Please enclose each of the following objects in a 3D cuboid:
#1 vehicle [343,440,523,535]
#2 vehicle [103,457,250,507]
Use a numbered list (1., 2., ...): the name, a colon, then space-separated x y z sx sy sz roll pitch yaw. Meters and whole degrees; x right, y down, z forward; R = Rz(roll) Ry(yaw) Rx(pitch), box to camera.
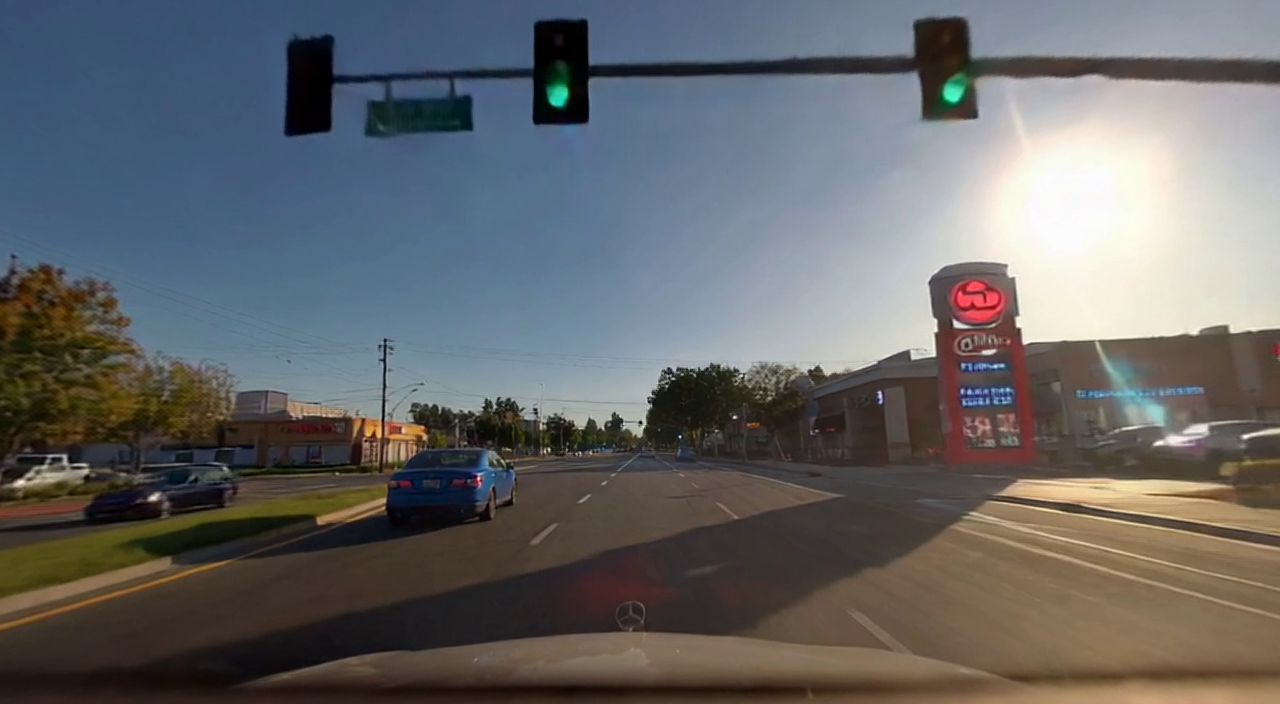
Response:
1. vehicle: -3.711 2.476 12.325 2.082 1.460 4.636 0 -8 -2
2. vehicle: -17.917 5.014 24.757 2.116 1.524 4.800 -3 -8 1
